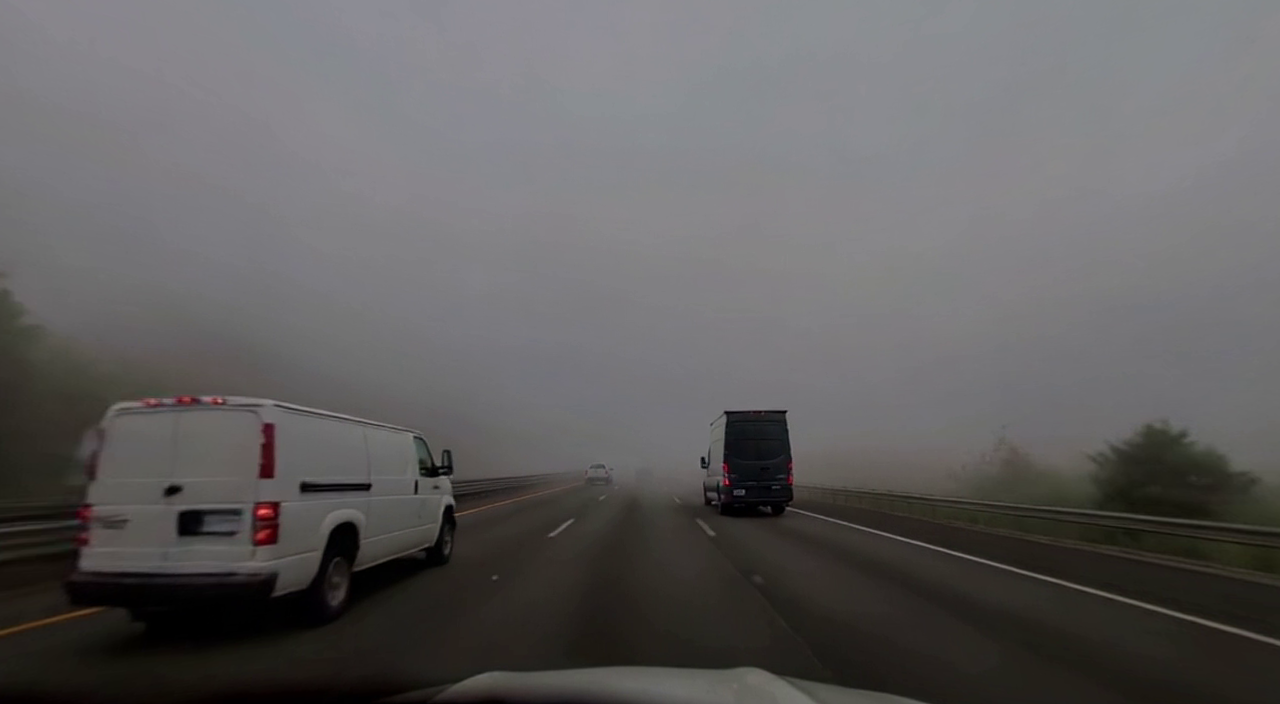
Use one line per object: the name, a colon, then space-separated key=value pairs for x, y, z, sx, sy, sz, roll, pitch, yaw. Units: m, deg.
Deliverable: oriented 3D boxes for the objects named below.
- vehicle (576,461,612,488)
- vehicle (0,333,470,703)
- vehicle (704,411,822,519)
vehicle: x=-3.273 y=8.921 z=45.941 sx=2.204 sy=1.852 sz=4.661 roll=1 pitch=-10 yaw=1
vehicle: x=-3.400 y=1.314 z=5.553 sx=2.378 sy=1.930 sz=5.086 roll=1 pitch=-10 yaw=0
vehicle: x=3.747 y=3.657 z=20.469 sx=2.703 sy=2.988 sz=5.097 roll=1 pitch=-10 yaw=-1
